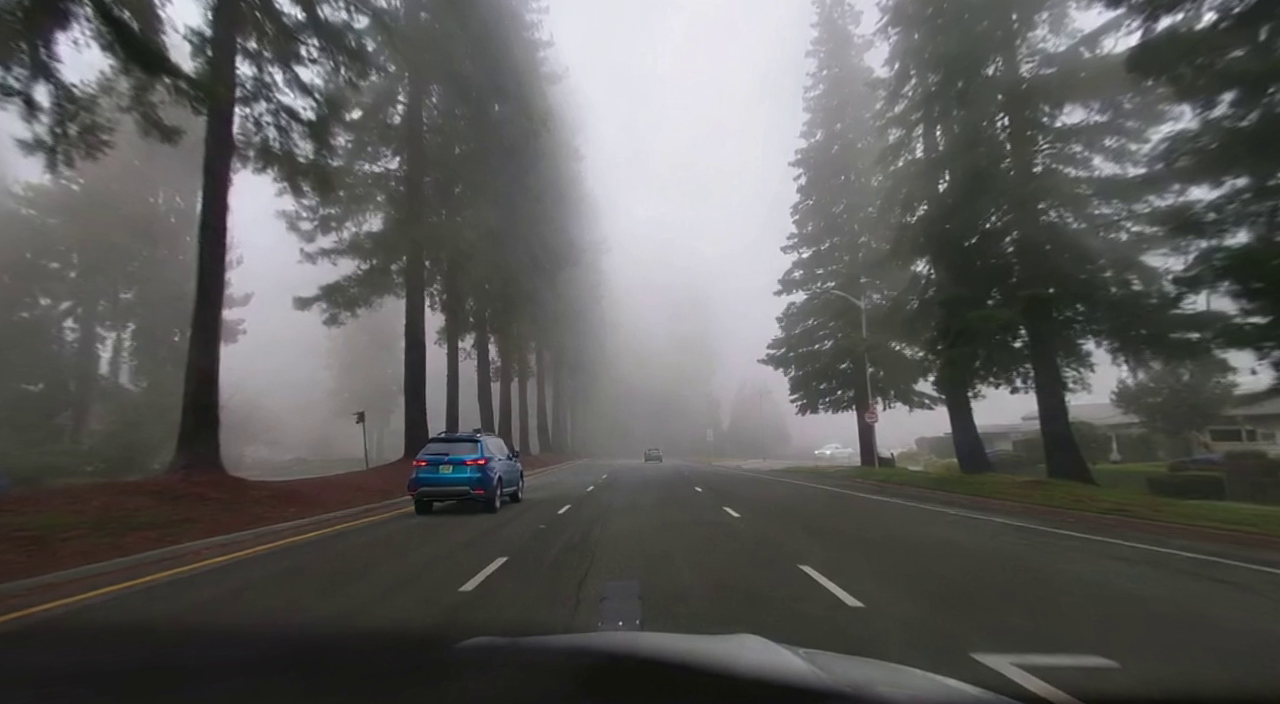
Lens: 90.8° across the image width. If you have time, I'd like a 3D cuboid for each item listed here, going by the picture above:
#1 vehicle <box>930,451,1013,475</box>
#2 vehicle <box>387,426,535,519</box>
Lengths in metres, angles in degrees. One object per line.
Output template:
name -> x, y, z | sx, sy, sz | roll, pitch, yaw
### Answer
vehicle -> 20.855, 6.994, 39.878 | 4.145, 1.418, 1.988 | -1, -8, 8
vehicle -> -3.772, 2.614, 14.253 | 2.078, 1.748, 4.279 | 0, -8, 0
